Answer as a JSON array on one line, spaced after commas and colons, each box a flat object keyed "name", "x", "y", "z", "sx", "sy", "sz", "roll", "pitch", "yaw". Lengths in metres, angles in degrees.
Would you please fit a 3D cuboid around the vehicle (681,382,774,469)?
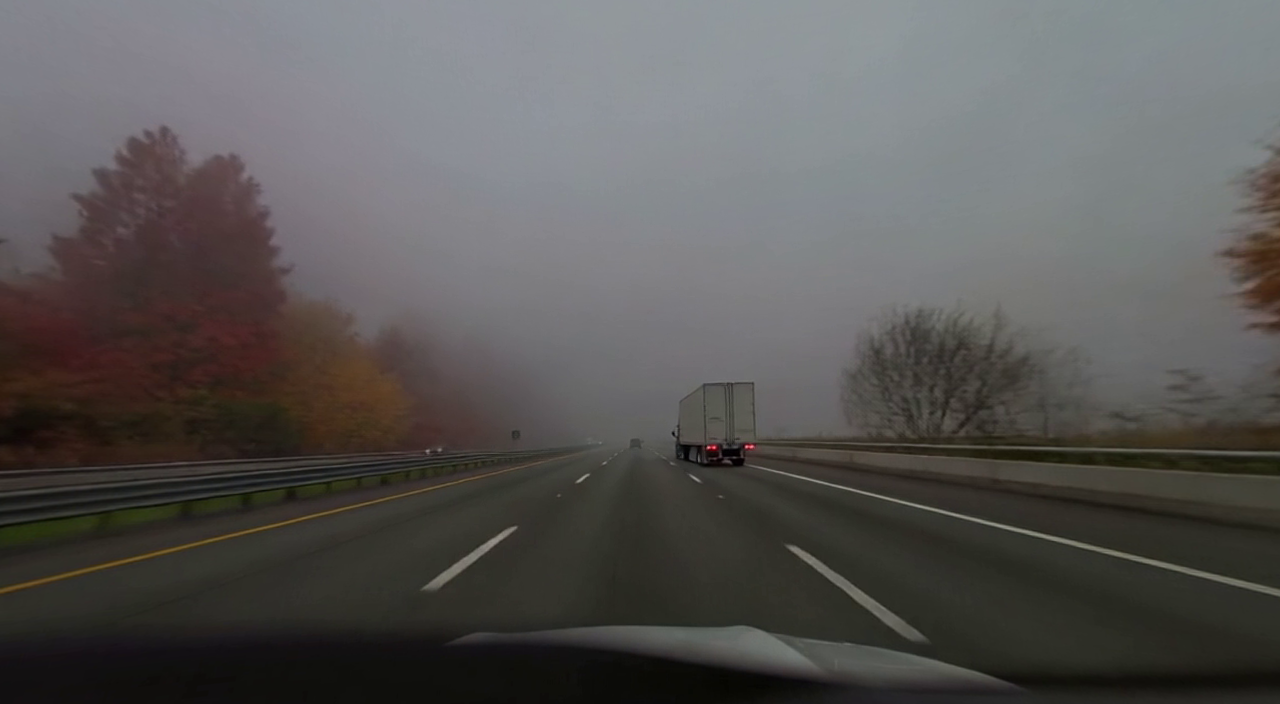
[{"name": "vehicle", "x": 4.207, "y": 3.912, "z": 32.648, "sx": 3.348, "sy": 3.847, "sz": 8.908, "roll": 0, "pitch": -8, "yaw": -1}]
